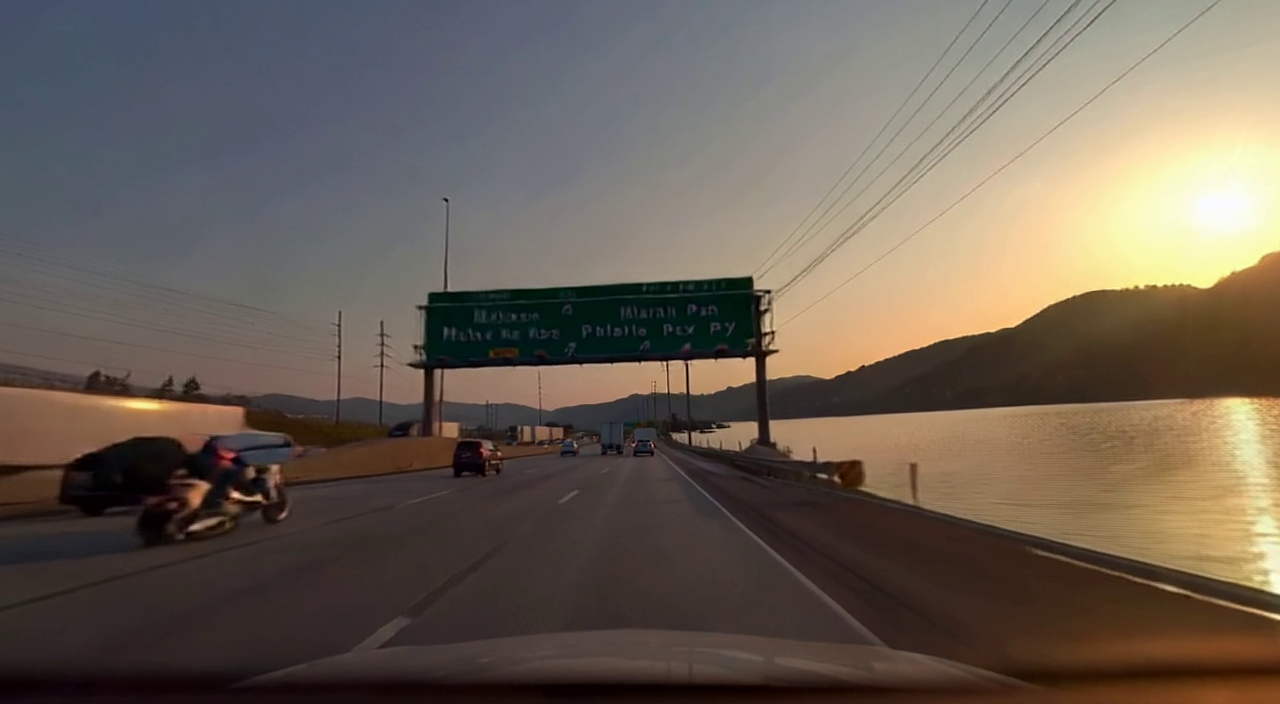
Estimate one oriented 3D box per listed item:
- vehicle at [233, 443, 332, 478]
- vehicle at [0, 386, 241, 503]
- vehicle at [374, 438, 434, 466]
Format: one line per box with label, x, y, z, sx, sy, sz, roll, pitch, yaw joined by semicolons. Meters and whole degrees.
vehicle;-16.911;5.130;30.161;1.936;1.528;4.637;0;-8;1
vehicle;-24.636;4.219;28.911;3.409;4.154;14.097;0;-8;0
vehicle;-16.919;7.192;45.530;2.205;1.847;5.210;0;-8;1
